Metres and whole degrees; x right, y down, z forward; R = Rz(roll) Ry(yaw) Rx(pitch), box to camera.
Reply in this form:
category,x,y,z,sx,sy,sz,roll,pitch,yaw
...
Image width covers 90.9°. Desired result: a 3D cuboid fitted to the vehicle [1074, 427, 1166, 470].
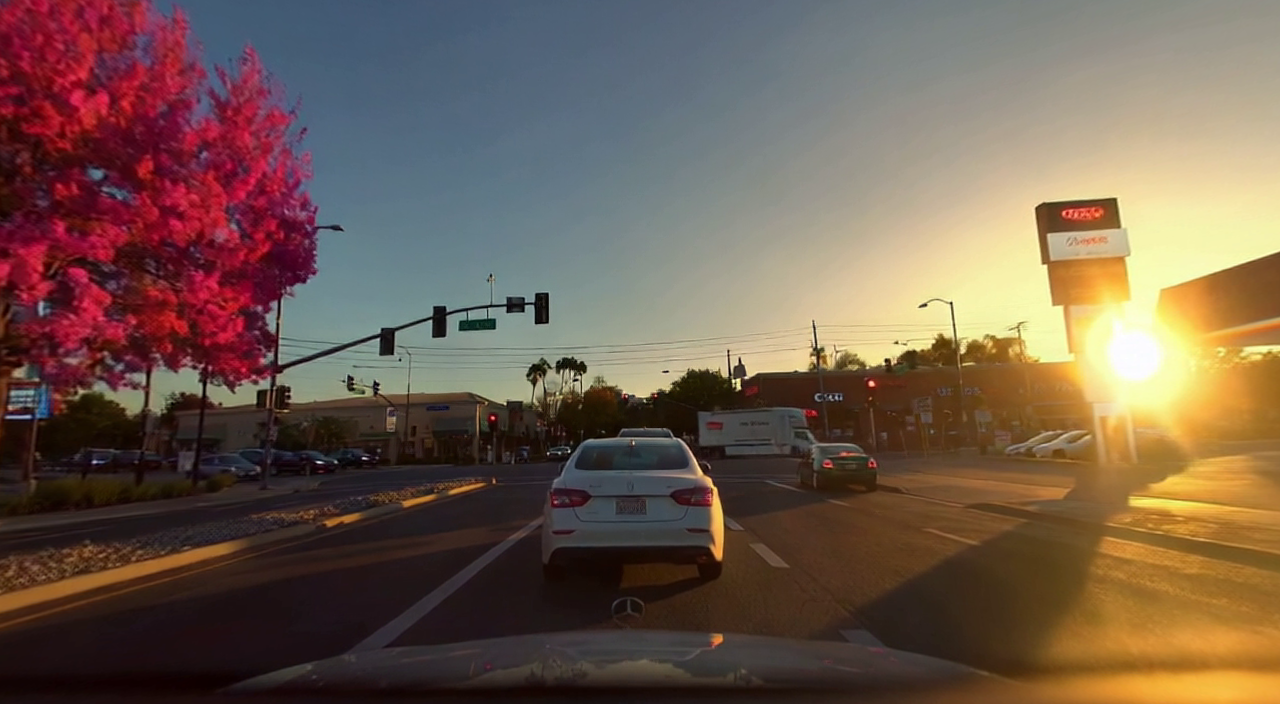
category,x,y,z,sx,sy,sz,roll,pitch,yaw
vehicle,18.549,3.684,24.270,4.300,1.495,2.053,8,-12,-43

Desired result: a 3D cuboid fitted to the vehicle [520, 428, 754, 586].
category,x,y,z,sx,sy,sz,roll,pitch,yaw
vehicle,-0.055,1.773,8.082,2.213,1.482,4.057,0,-8,-1

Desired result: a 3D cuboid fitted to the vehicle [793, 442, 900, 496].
category,x,y,z,sx,sy,sz,roll,pitch,yaw
vehicle,6.413,3.641,20.162,1.942,1.511,4.390,0,-8,0

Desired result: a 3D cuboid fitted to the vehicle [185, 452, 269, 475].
category,x,y,z,sx,sy,sz,roll,pitch,yaw
vehicle,-27.957,7.542,42.722,4.609,1.465,1.944,-2,-8,11

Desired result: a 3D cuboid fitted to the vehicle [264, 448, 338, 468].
category,x,y,z,sx,sy,sz,roll,pitch,yaw
vehicle,-26.747,8.366,49.754,4.806,1.472,1.886,-1,-8,5

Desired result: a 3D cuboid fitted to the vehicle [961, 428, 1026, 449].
category,x,y,z,sx,sy,sz,roll,pitch,yaw
vehicle,27.580,6.740,49.235,3.968,1.572,1.740,0,-8,3
